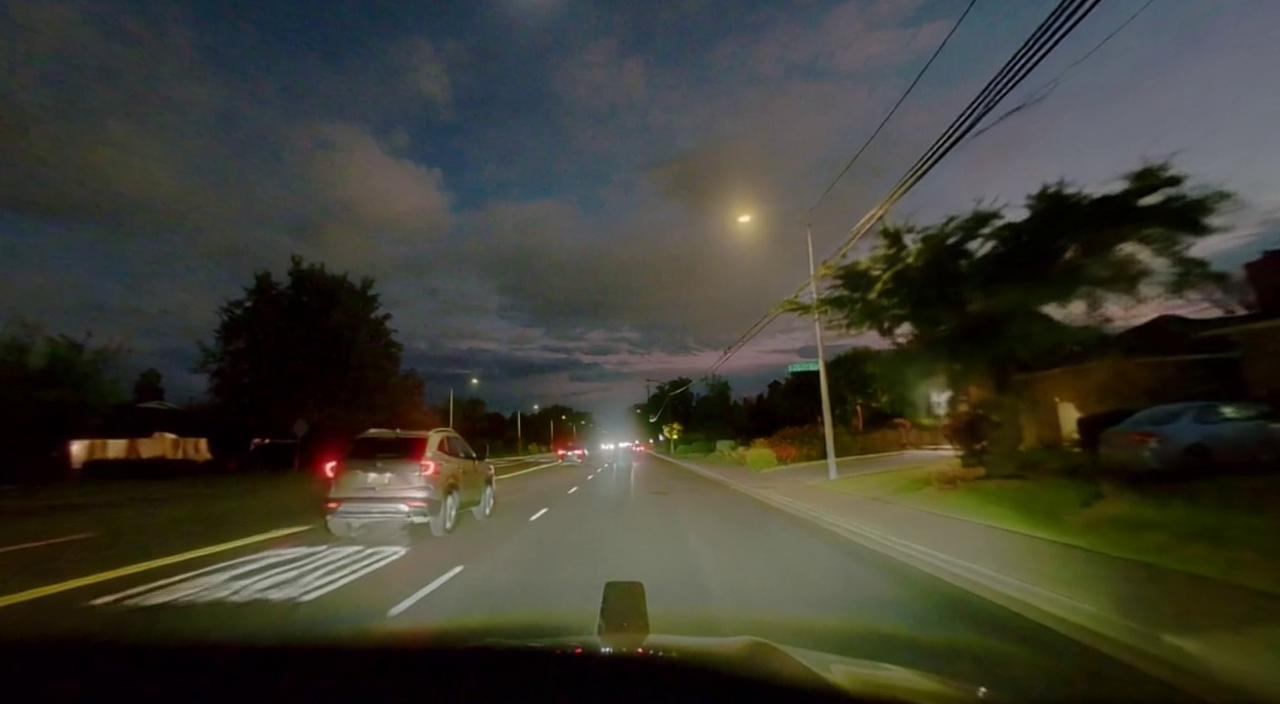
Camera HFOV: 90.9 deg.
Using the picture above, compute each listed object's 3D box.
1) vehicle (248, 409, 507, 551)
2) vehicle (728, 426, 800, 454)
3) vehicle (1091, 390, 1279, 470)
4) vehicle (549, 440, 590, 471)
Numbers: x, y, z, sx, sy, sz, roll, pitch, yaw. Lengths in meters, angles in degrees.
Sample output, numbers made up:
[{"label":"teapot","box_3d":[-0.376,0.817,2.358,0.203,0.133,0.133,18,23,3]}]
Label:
[{"label":"vehicle","box_3d":[-3.784,1.941,10.202,2.190,1.766,4.394,0,-8,2]},{"label":"vehicle","box_3d":[9.355,6.699,47.890,4.944,2.023,1.973,0,-8,-3]},{"label":"vehicle","box_3d":[12.352,1.629,13.087,4.411,1.522,2.004,0,-8,-1]},{"label":"vehicle","box_3d":[-3.734,5.547,33.932,1.802,1.528,3.490,0,-8,-1]}]
